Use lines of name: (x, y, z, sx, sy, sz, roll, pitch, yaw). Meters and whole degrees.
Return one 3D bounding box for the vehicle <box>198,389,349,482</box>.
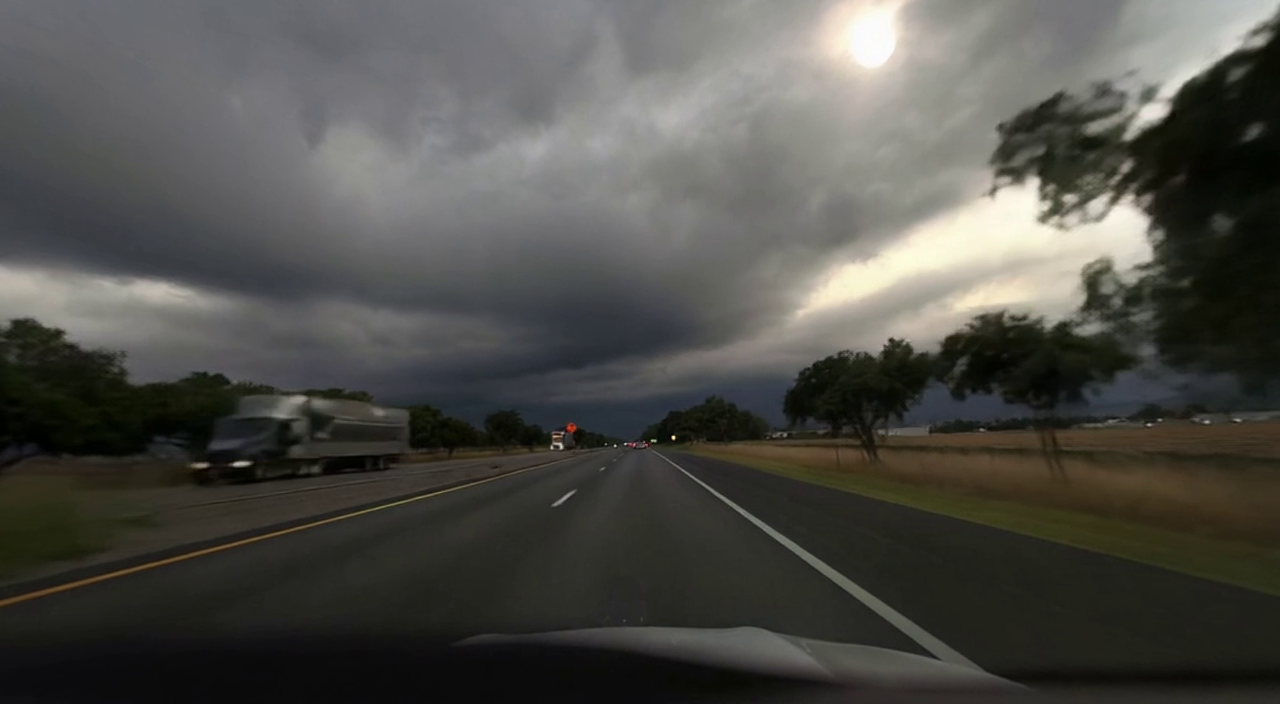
vehicle: (-16.622, 3.861, 29.130, 2.977, 3.808, 6.217, 0, -8, 1)
